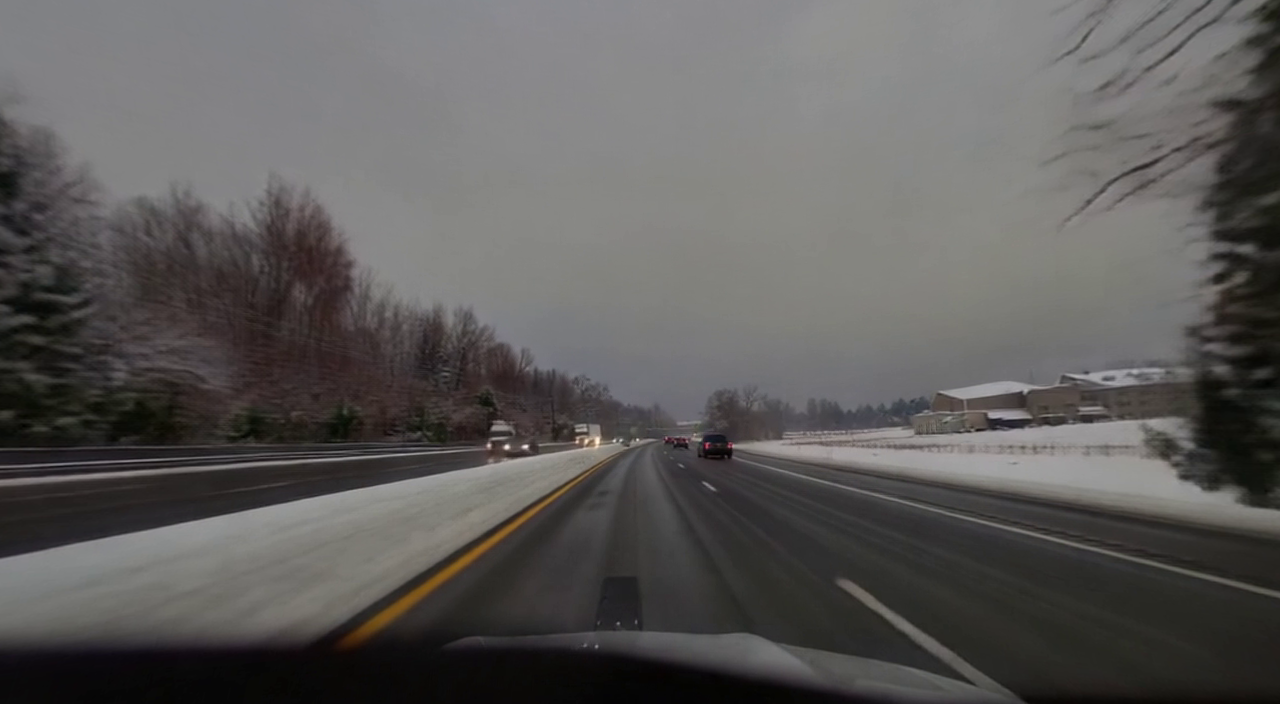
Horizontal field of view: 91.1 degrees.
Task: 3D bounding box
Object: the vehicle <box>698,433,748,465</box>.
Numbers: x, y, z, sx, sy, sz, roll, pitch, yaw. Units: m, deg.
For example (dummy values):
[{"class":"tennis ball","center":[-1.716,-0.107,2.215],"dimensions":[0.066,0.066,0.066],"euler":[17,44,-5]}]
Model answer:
[{"class":"vehicle","center":[4.301,5.108,33.247],"dimensions":[2.024,1.516,4.197],"euler":[0,-8,-1]}]
